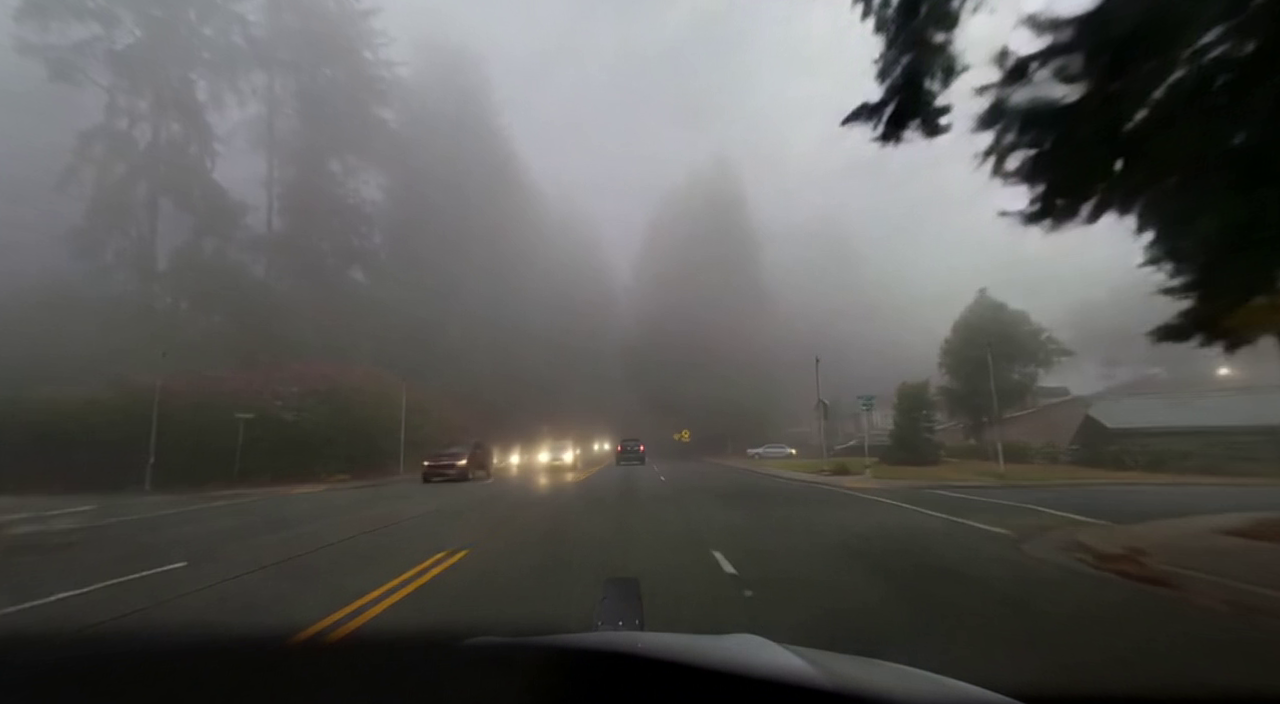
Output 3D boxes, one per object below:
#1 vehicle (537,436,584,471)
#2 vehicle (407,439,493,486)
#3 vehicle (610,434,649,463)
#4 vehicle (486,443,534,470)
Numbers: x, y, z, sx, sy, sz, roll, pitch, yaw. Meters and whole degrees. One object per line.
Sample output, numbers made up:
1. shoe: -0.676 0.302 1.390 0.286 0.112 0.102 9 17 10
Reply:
1. vehicle: -4.230 5.461 34.065 1.955 1.723 4.287 0 -9 0
2. vehicle: -7.480 4.368 25.388 2.069 1.654 4.458 -1 -9 0
3. vehicle: -0.677 6.735 44.081 2.554 1.902 5.329 0 -9 1
4. vehicle: -8.039 6.476 39.450 2.054 1.528 4.297 -1 -9 0
